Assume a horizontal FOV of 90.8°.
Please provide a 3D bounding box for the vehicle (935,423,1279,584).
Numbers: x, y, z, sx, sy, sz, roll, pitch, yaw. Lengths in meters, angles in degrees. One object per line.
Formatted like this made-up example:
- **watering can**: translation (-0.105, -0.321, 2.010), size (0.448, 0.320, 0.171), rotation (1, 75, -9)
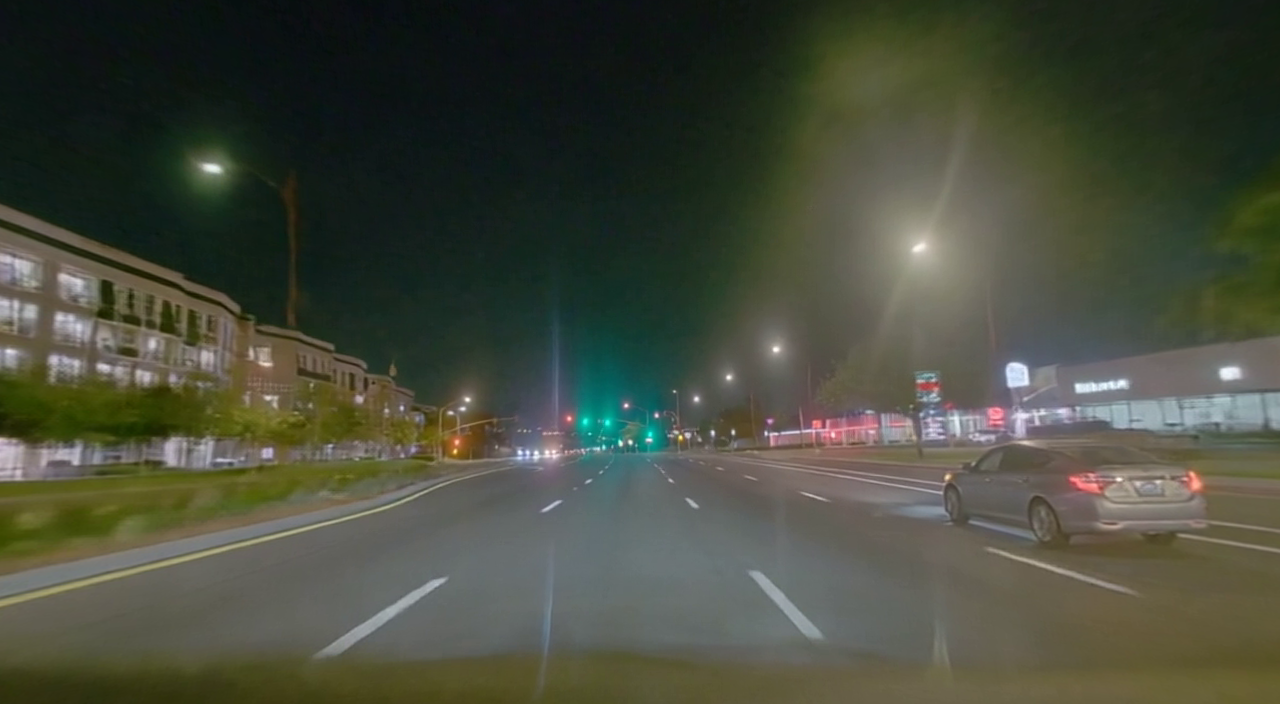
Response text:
- **vehicle**: translation (6.026, 1.773, 8.299), size (2.070, 1.491, 4.575), rotation (0, -9, 0)
